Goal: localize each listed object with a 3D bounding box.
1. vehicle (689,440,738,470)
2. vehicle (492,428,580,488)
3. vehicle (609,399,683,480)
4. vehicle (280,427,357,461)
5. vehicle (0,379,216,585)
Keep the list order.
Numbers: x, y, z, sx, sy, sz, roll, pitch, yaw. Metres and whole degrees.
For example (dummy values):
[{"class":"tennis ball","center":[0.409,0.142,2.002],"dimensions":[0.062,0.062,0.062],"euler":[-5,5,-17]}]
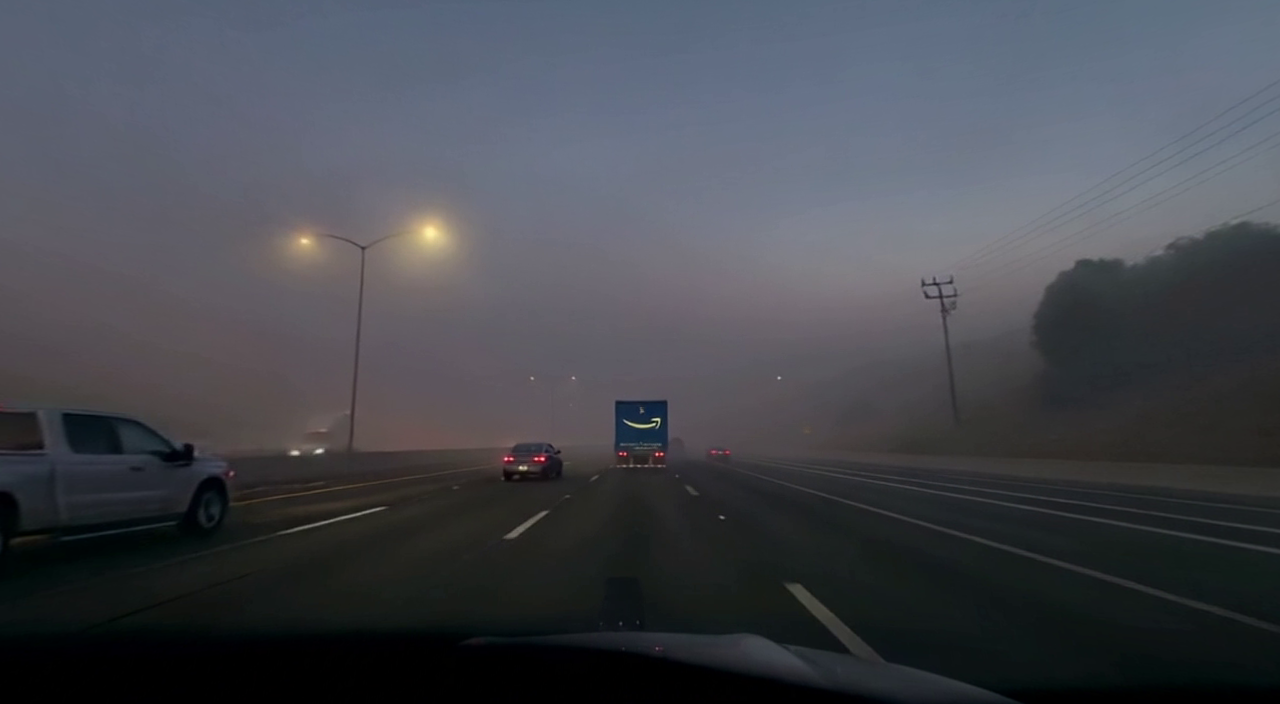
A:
[{"class":"vehicle","center":[3.817,5.451,33.547],"dimensions":[1.970,1.499,4.491],"euler":[1,-8,-2]},{"class":"vehicle","center":[-3.237,3.402,20.463],"dimensions":[2.095,1.688,4.188],"euler":[0,-9,0]},{"class":"vehicle","center":[0.205,3.409,24.348],"dimensions":[2.456,2.705,6.251],"euler":[0,-9,0]},{"class":"vehicle","center":[-19.265,5.568,38.038],"dimensions":[2.085,1.894,4.592],"euler":[0,-8,1]},{"class":"vehicle","center":[-6.870,1.214,5.984],"dimensions":[2.101,1.858,5.071],"euler":[0,-8,0]}]
